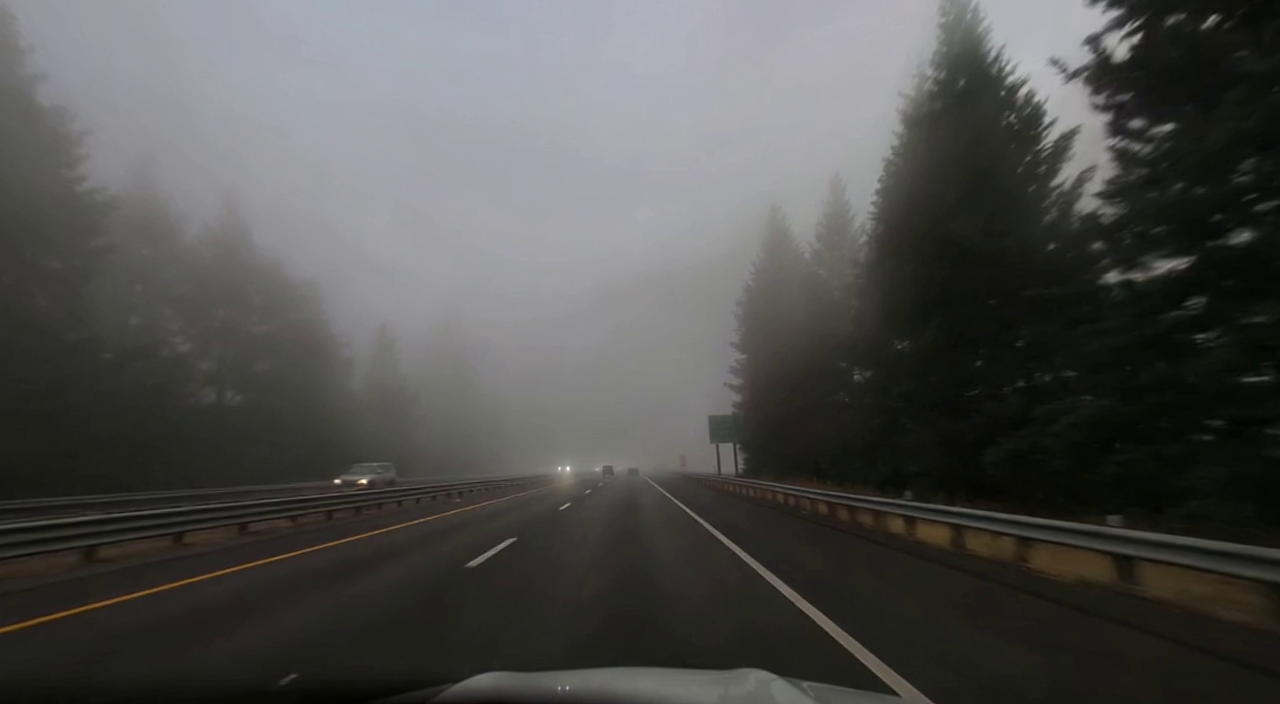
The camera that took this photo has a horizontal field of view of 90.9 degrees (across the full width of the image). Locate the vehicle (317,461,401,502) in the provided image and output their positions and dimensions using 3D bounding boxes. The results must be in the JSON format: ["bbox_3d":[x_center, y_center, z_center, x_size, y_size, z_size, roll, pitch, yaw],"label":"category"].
[{"bbox_3d":[-13.227,6.117,29.994,1.936,1.728,4.486,1,-11,0],"label":"vehicle"}]
